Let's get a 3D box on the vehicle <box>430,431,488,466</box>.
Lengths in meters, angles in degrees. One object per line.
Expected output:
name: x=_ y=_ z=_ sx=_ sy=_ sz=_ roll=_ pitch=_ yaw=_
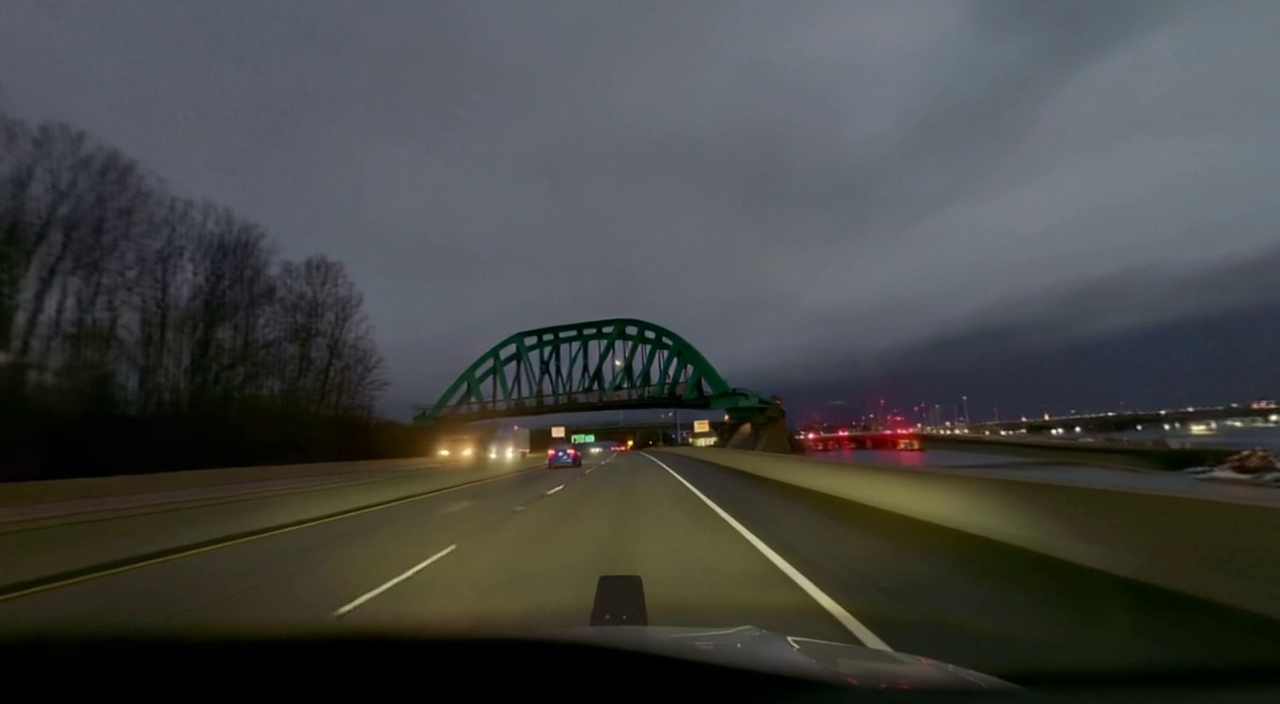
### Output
vehicle: x=-12.624 y=6.760 z=44.160 sx=2.373 sy=2.306 sz=5.492 roll=0 pitch=-8 yaw=1

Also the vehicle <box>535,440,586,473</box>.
vehicle: x=-4.025 y=5.385 z=32.607 sx=2.052 sy=1.556 sz=4.405 roll=0 pitch=-8 yaw=0
